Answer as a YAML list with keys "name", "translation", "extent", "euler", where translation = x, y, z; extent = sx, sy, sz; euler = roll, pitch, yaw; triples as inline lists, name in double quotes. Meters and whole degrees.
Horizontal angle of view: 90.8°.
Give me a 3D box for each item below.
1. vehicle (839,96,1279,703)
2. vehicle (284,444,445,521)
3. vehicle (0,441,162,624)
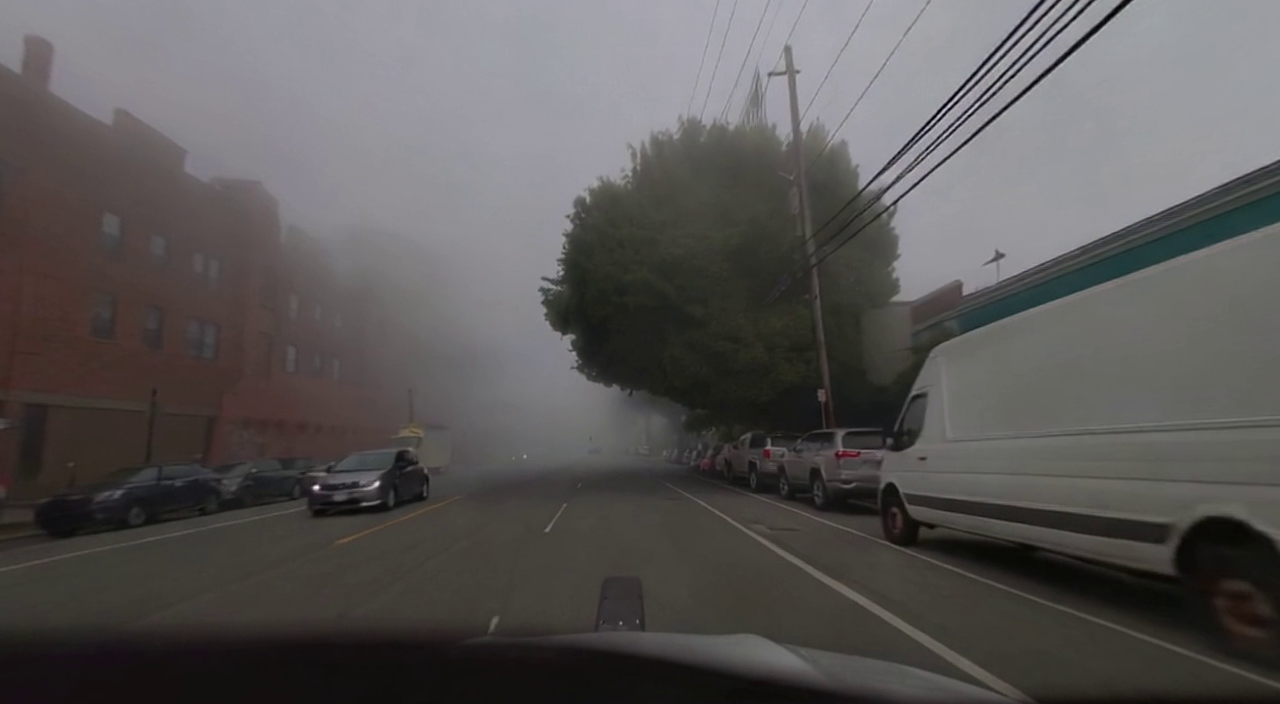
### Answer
- name: "vehicle"
  translation: [4.658, 0.564, 5.548]
  extent: [2.815, 3.203, 7.558]
  euler: [0, -8, -4]
- name: "vehicle"
  translation: [-6.109, 2.898, 14.697]
  extent: [1.925, 1.479, 4.444]
  euler: [0, -8, -3]
- name: "vehicle"
  translation: [-6.098, 1.392, 4.603]
  extent: [1.845, 1.469, 4.413]
  euler: [0, -8, -2]
